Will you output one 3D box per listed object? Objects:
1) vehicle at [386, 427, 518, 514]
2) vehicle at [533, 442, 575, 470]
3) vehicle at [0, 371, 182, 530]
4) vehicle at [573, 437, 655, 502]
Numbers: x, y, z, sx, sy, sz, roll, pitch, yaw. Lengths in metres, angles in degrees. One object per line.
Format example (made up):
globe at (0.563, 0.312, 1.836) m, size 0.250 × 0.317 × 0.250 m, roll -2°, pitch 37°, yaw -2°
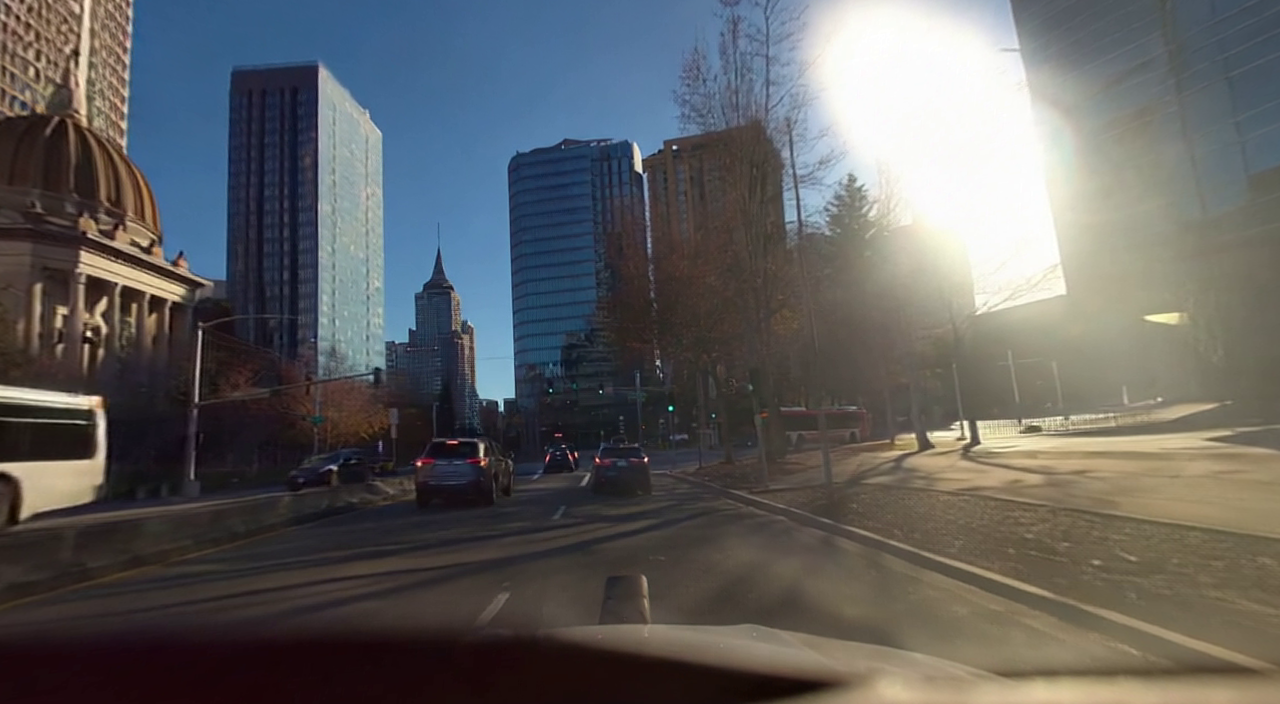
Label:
vehicle at (-3.940, 2.541, 13.903) m, size 1.848 × 1.641 × 3.686 m, roll 0°, pitch -9°, yaw -2°
vehicle at (-4.831, 5.885, 35.891) m, size 1.961 × 1.517 × 4.202 m, roll 1°, pitch -9°, yaw -3°
vehicle at (-15.102, 2.233, 14.304) m, size 2.804 × 3.352 × 8.895 m, roll 0°, pitch -9°, yaw -1°
vehicle at (-0.683, 3.074, 16.826) m, size 1.933 × 1.504 × 3.802 m, roll 1°, pitch -9°, yaw -2°
